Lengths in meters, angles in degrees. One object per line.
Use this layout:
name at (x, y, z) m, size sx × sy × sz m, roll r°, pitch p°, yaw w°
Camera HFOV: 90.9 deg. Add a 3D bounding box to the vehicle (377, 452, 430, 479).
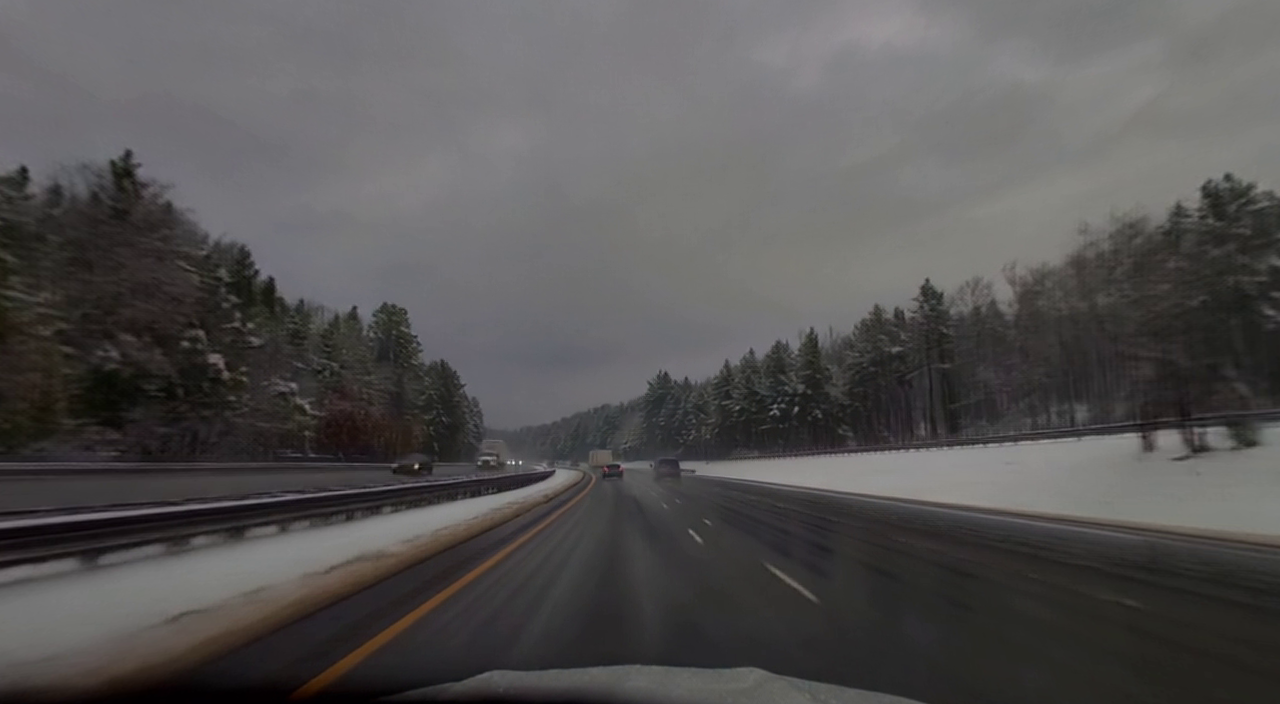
vehicle at (-15.049, 7.270, 40.296) m, size 1.986 × 1.548 × 3.812 m, roll 1°, pitch -11°, yaw -2°
